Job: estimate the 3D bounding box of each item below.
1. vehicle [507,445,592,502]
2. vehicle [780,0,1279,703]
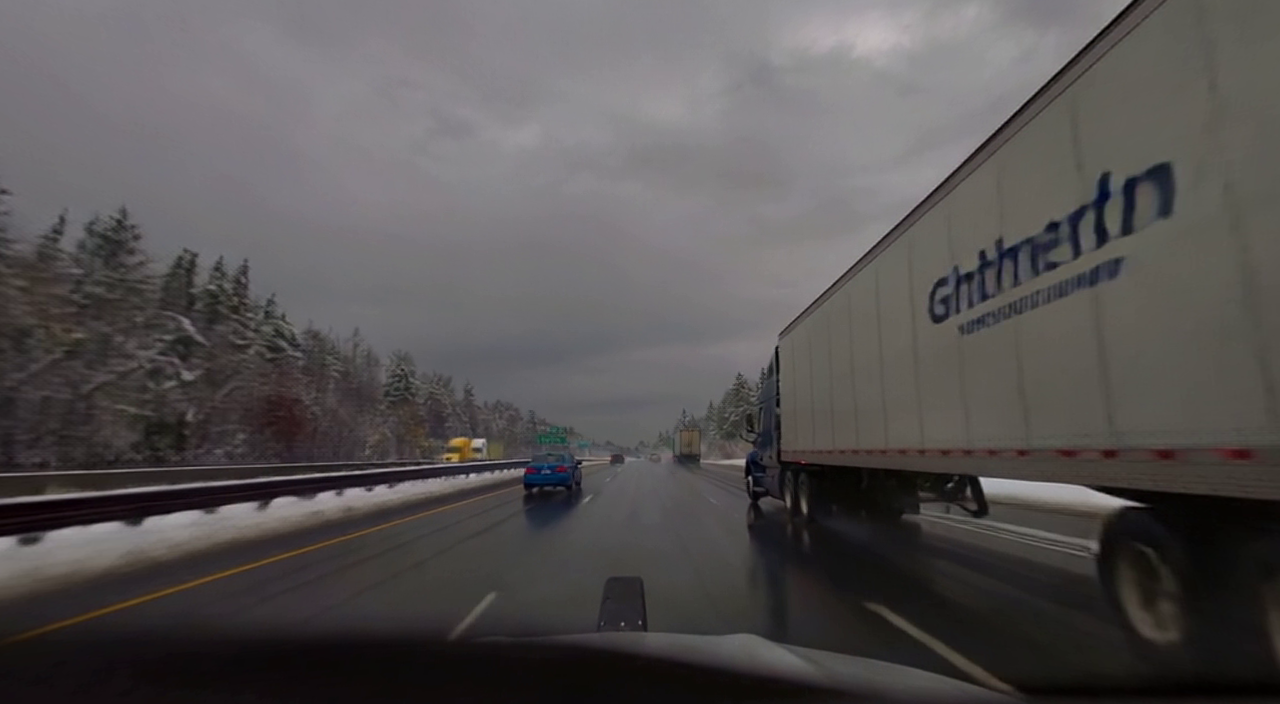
[{"bbox_3d":[-2.723,3.782,20.000,1.960,1.579,4.384,0,-9,1],"label":"vehicle"},{"bbox_3d":[4.631,0.417,7.012,2.858,3.952,13.731,0,-9,-1],"label":"vehicle"}]
